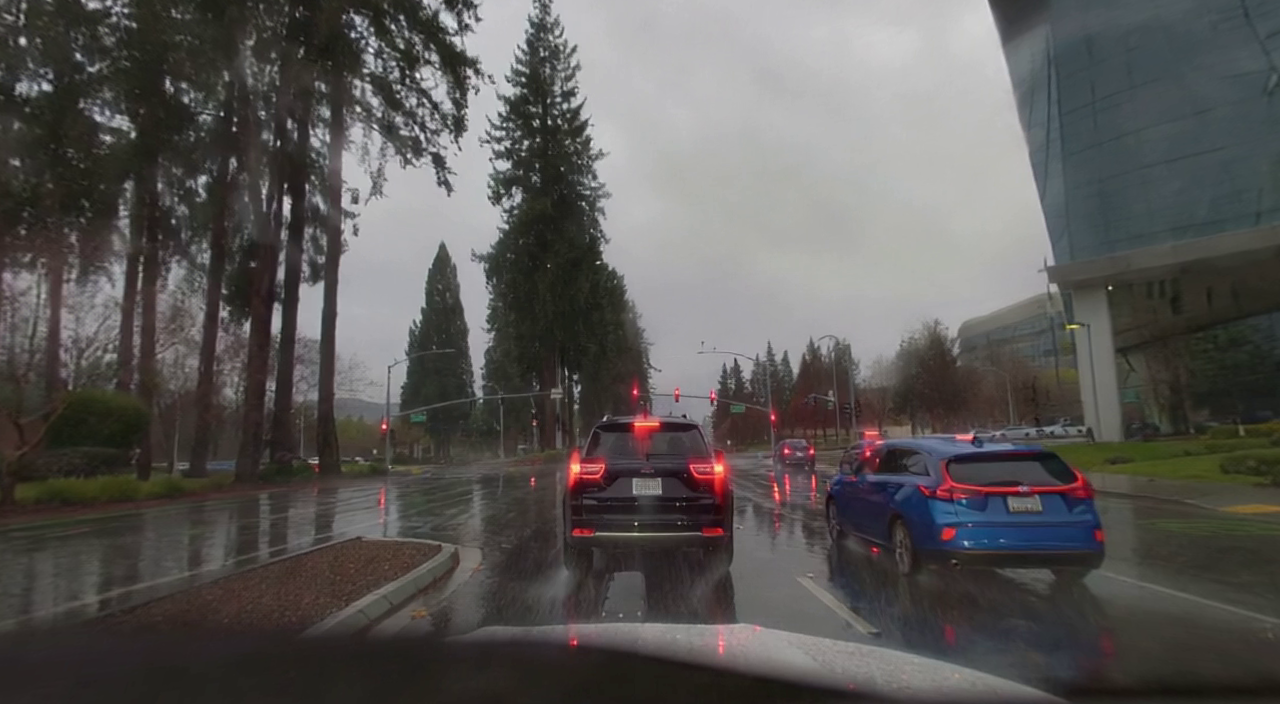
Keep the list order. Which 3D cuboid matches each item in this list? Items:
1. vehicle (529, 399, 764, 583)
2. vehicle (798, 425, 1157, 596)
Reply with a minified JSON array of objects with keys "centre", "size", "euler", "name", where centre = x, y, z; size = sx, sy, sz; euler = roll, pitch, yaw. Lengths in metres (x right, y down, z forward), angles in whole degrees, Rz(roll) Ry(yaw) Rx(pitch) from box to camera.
[{"centre":[0.059,1.655,8.256],"size":[2.266,1.762,4.131],"euler":[0,-9,0],"name":"vehicle"},{"centre":[3.507,1.721,7.747],"size":[1.997,1.471,4.321],"euler":[0,-9,0],"name":"vehicle"}]
